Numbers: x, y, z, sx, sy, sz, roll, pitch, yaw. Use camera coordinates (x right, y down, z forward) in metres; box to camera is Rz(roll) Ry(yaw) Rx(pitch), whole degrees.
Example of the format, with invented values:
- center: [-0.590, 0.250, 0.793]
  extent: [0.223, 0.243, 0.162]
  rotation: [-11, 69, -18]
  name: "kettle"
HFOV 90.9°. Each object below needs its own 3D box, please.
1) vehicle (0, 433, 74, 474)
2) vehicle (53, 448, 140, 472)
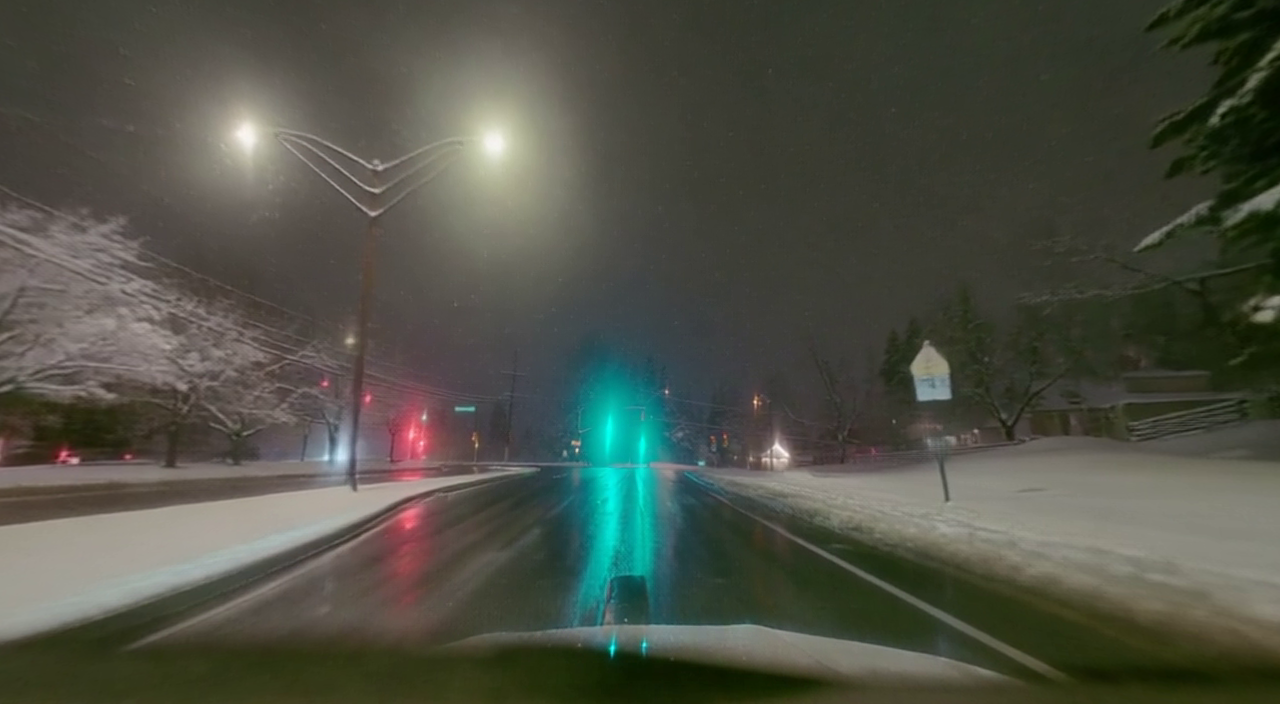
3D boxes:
- center: [-34.472, 5.507, 34.267]
  extent: [2.281, 2.125, 5.526]
  rotation: [0, -9, -1]
  name: "vehicle"
- center: [-34.818, 6.927, 40.551]
  extent: [1.839, 1.435, 4.271]
  rotation: [0, -9, -1]
  name: "vehicle"
